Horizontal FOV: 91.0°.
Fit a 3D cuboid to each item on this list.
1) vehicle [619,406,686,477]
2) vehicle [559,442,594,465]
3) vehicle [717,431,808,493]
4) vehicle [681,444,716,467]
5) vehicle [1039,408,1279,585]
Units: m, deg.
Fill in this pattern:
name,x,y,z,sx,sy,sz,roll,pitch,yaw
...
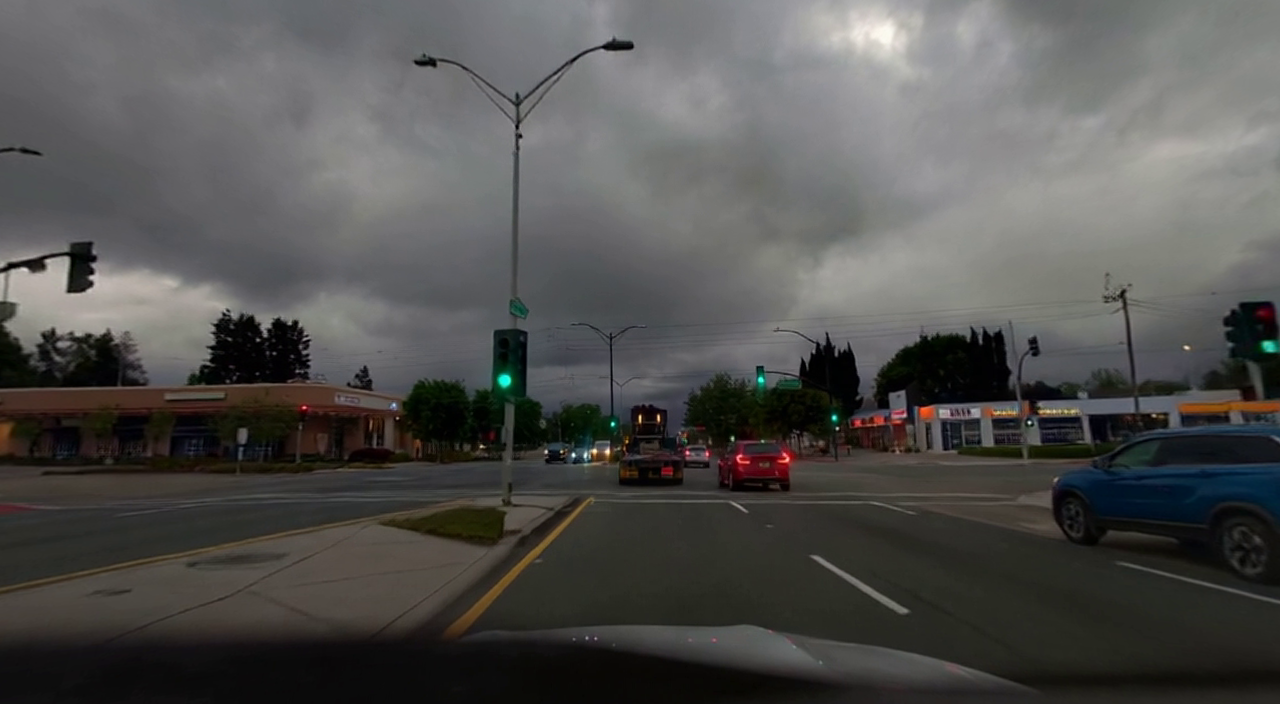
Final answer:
name,x,y,z,sx,sy,sz,roll,pitch,yaw
vehicle,0.457,3.456,24.312,2.370,2.518,3.858,0,-8,1
vehicle,-4.372,7.077,43.918,2.001,1.518,4.316,0,-8,-1
vehicle,3.764,3.472,20.210,2.025,1.754,4.311,0,-8,0
vehicle,3.976,7.129,43.499,1.967,1.515,4.378,0,-8,-1
vehicle,7.167,1.596,7.436,1.982,1.698,4.408,0,-8,0
